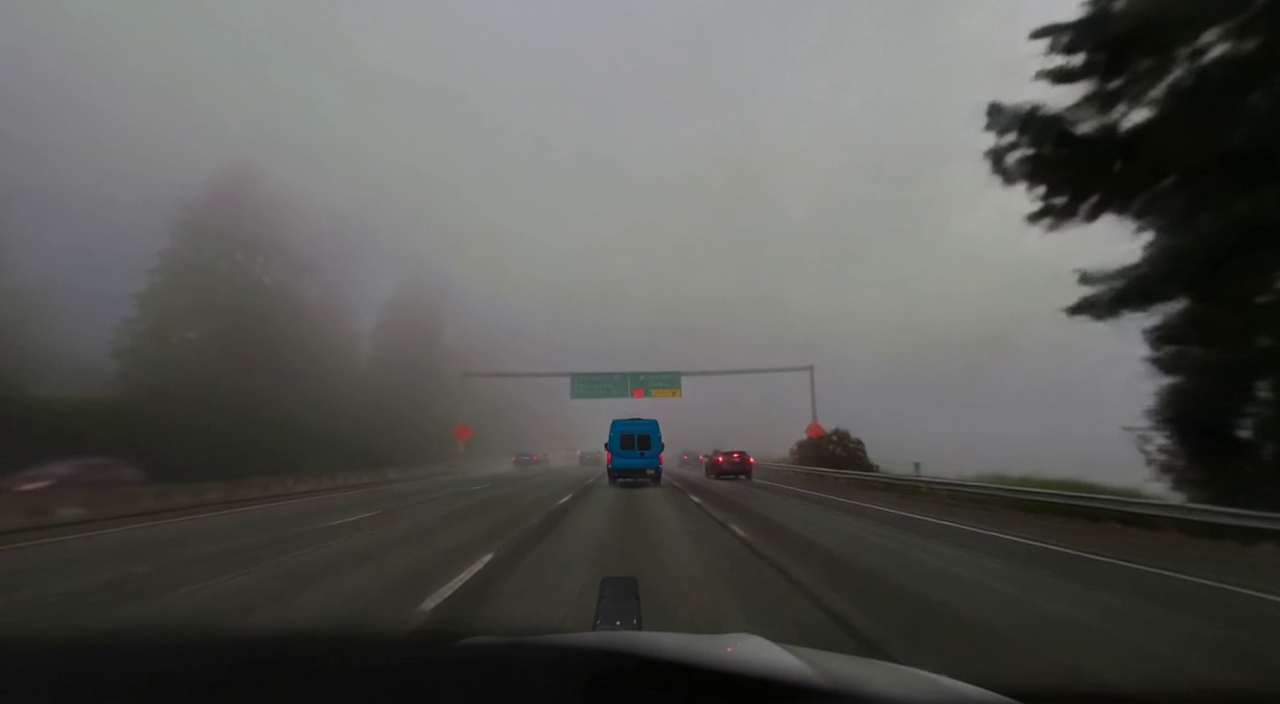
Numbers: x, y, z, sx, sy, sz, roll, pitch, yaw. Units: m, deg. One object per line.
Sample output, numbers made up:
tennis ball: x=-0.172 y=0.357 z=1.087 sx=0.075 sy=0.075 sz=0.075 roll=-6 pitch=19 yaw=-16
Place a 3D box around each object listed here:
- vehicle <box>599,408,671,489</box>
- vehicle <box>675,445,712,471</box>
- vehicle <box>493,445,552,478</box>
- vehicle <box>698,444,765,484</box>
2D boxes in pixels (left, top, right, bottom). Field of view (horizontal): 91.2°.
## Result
vehicle: x=-0.200 y=3.476 z=22.598 sx=2.268 sy=2.551 sz=5.144 roll=0 pitch=-9 yaw=-1
vehicle: x=3.379 y=6.801 z=40.377 sx=1.978 sy=1.510 sz=4.462 roll=-1 pitch=-9 yaw=1
vehicle: x=-5.703 y=5.374 z=30.928 sx=2.003 sy=1.498 sz=4.386 roll=-1 pitch=-9 yaw=1
vehicle: x=3.653 y=4.597 z=25.986 sx=2.015 sy=1.491 sz=4.732 roll=0 pitch=-9 yaw=-1
